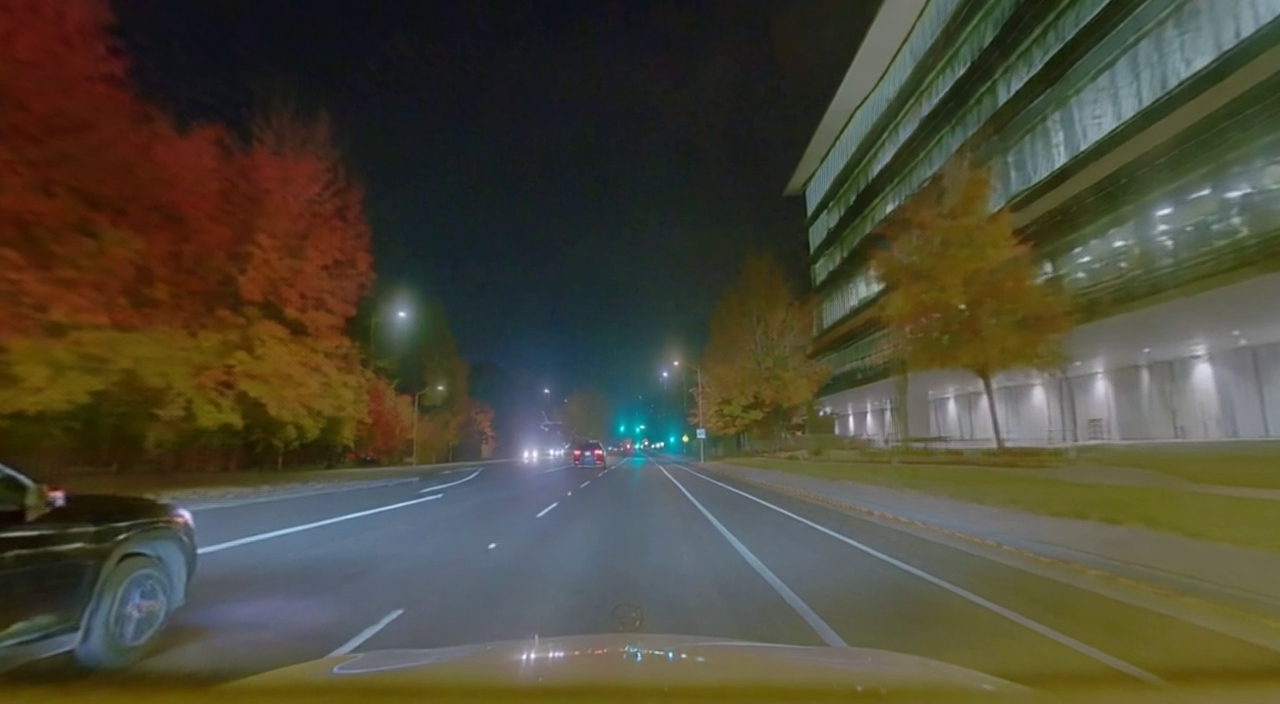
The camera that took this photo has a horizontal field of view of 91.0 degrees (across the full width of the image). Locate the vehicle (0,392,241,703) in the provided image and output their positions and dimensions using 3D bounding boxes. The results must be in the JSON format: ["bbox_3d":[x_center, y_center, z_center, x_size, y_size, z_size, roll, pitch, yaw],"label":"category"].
[{"bbox_3d":[-3.812,0.856,2.221,1.923,1.528,4.309,0,-9,1],"label":"vehicle"}]

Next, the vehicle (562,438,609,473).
[{"bbox_3d":[-2.954,5.768,35.159,2.112,1.779,4.489,0,-9,2],"label":"vehicle"}]
